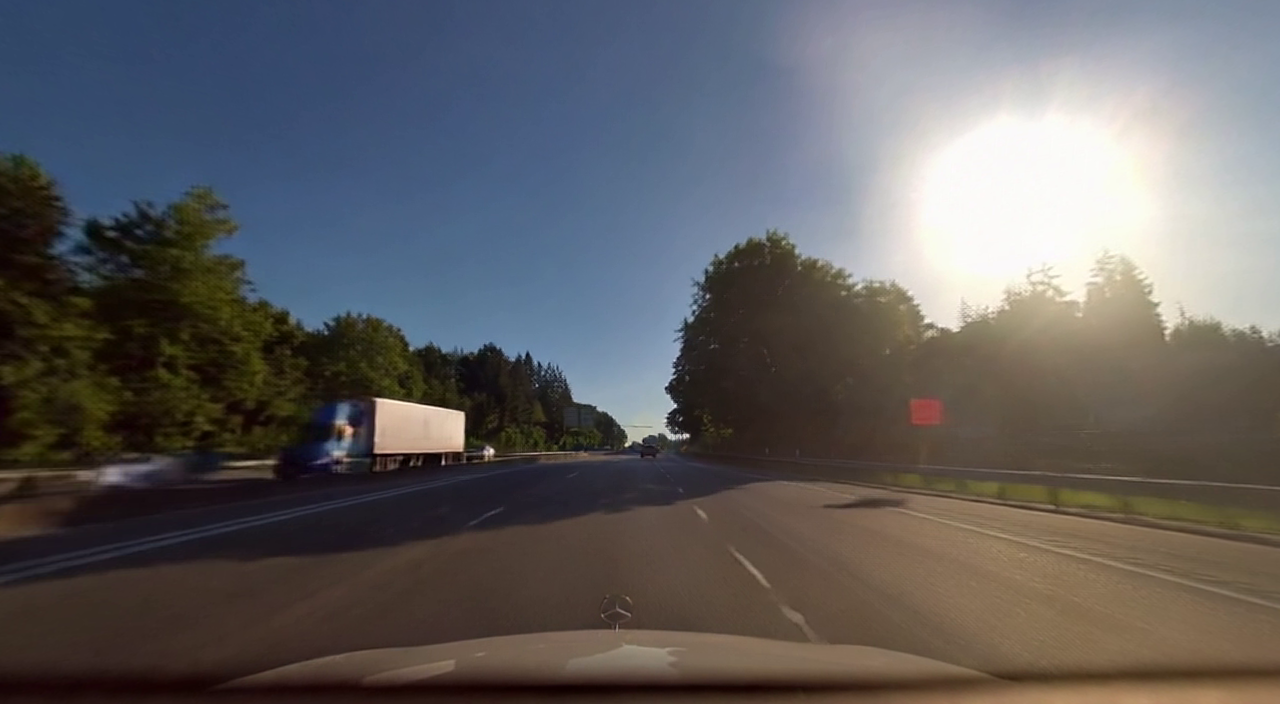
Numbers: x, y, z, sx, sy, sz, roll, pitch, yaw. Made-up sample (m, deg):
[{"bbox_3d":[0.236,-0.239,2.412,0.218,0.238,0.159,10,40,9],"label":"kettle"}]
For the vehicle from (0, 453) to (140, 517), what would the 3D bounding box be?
[{"bbox_3d":[-17.096,3.710,18.057,1.794,1.517,4.540,0,-8,-1],"label":"vehicle"}]
